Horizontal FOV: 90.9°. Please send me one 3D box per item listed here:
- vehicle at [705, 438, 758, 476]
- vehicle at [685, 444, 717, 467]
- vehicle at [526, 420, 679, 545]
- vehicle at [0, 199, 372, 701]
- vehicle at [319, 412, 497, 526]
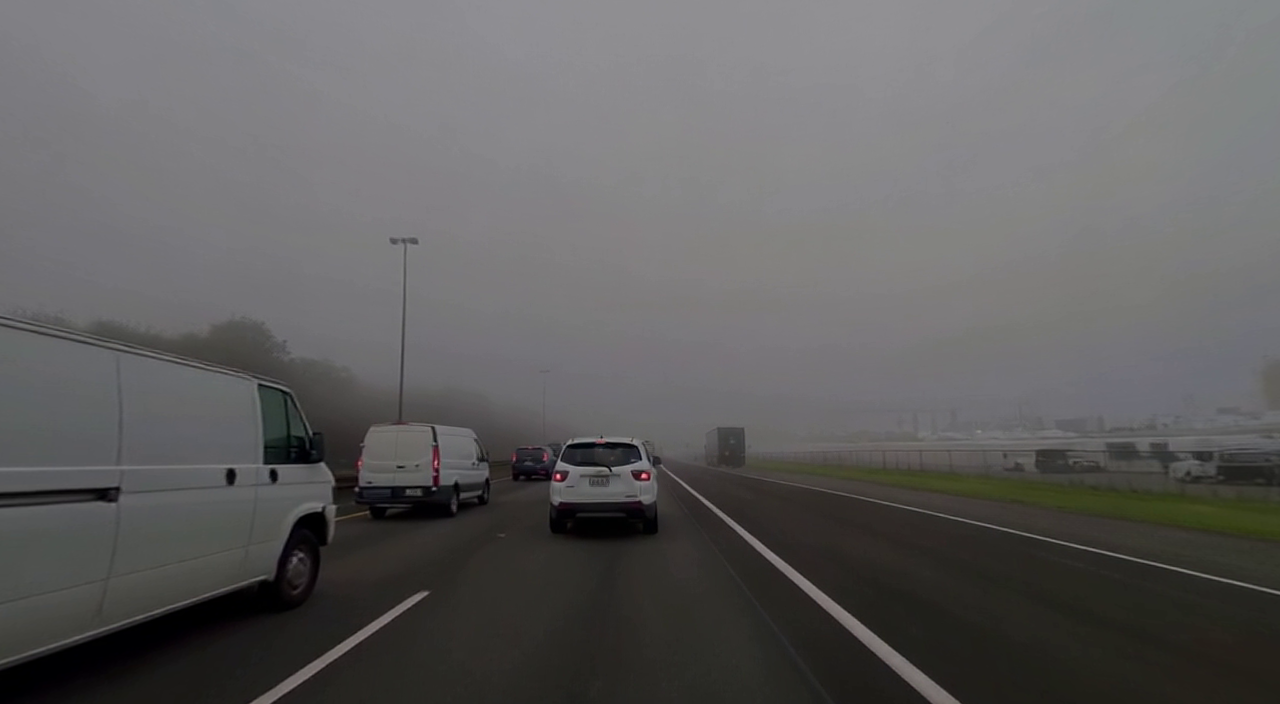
[{"bbox_3d":[4.501,5.230,31.646,2.003,1.754,4.134,0,-9,-1],"label":"vehicle"},{"bbox_3d":[4.303,7.401,45.180,1.874,1.512,3.723,0,-9,-1],"label":"vehicle"},{"bbox_3d":[-0.520,2.097,10.645,2.093,1.695,3.782,0,-9,0],"label":"vehicle"},{"bbox_3d":[-4.505,0.677,4.341,2.248,2.626,6.837,0,-9,0],"label":"vehicle"},{"bbox_3d":[-4.598,2.401,13.397,2.043,1.987,4.486,0,-9,0],"label":"vehicle"}]
